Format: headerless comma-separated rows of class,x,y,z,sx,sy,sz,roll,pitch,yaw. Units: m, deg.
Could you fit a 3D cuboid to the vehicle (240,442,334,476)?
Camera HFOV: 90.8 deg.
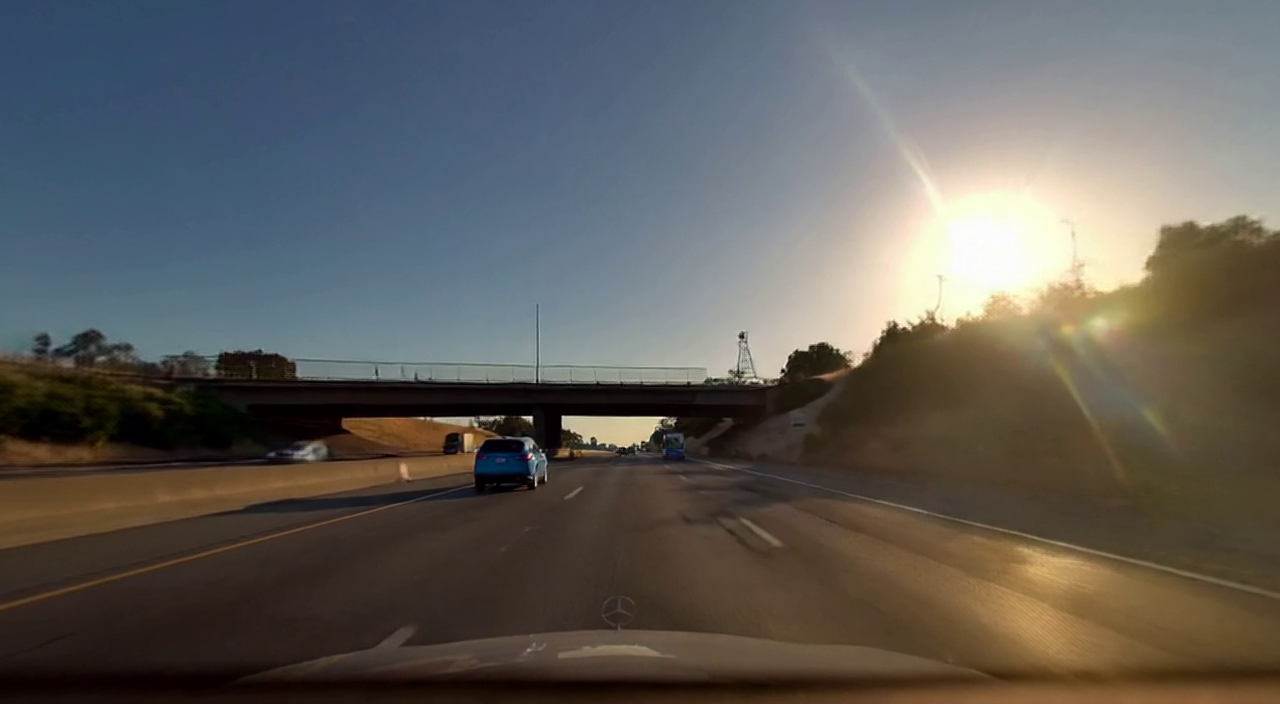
vehicle,-18.831,5.717,34.012,2.110,1.695,5.087,0,-9,0

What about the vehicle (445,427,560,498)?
vehicle,-3.795,3.191,18.593,2.205,1.773,5.124,0,-9,0
